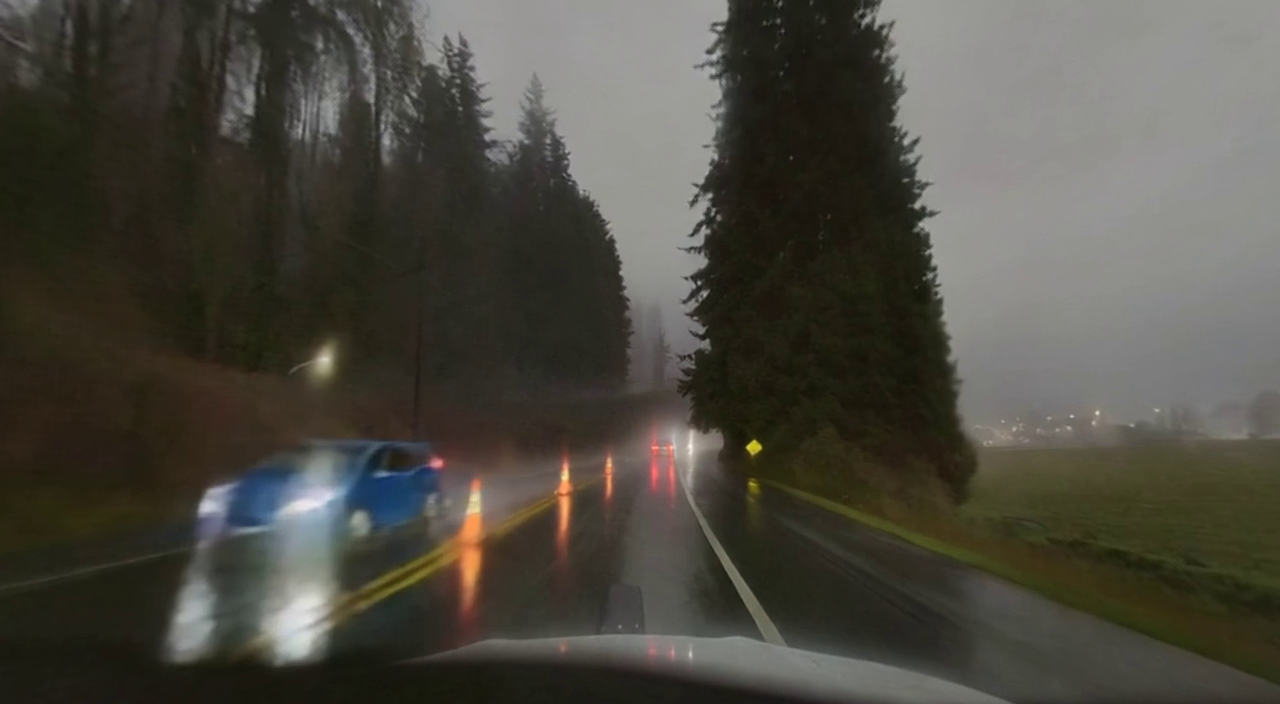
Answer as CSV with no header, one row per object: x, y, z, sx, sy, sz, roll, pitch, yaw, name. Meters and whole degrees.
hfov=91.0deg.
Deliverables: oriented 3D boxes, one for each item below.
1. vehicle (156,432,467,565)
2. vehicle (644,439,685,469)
-4.253,1.953,9.192,2.046,1.451,4.342,-1,-9,3,vehicle
1.339,5.472,33.921,2.042,1.489,3.963,-1,-9,3,vehicle
